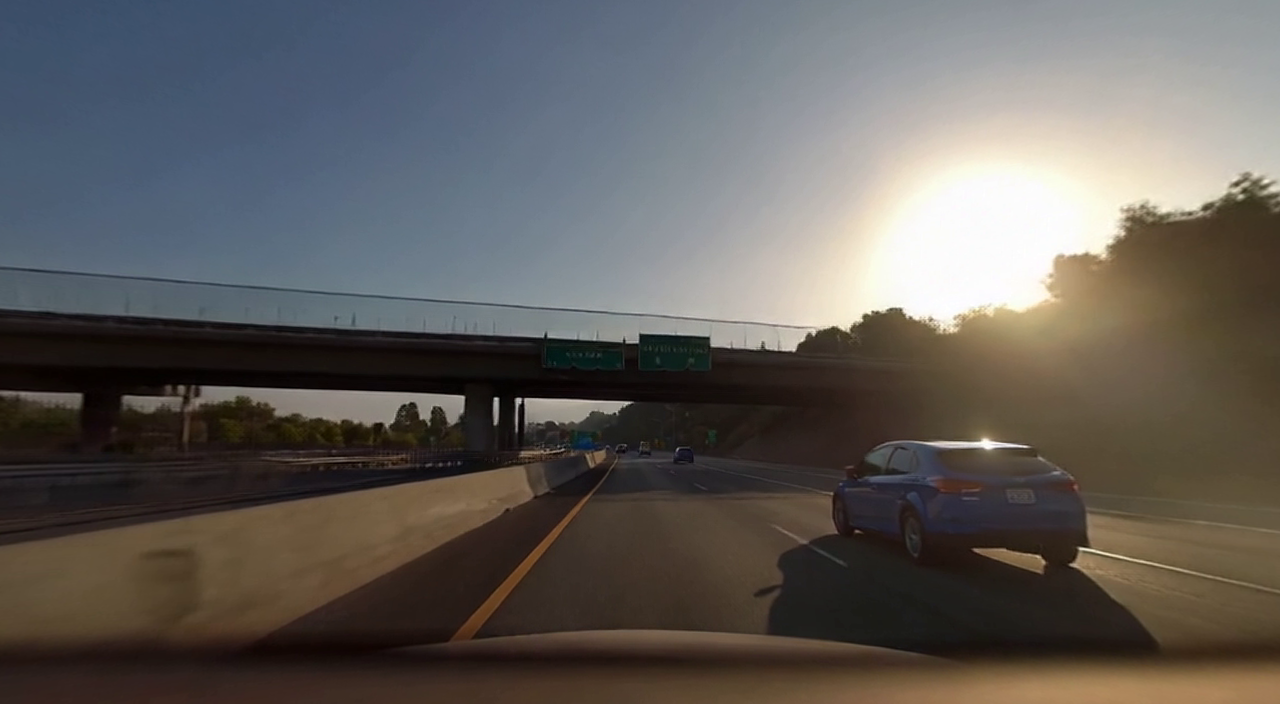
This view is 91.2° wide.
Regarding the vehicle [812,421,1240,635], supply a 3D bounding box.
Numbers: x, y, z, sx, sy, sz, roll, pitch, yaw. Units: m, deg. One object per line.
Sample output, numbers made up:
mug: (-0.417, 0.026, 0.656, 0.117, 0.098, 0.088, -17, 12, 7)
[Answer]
vehicle: (3.553, 1.679, 7.003, 2.002, 1.604, 4.265, 0, -9, -1)
